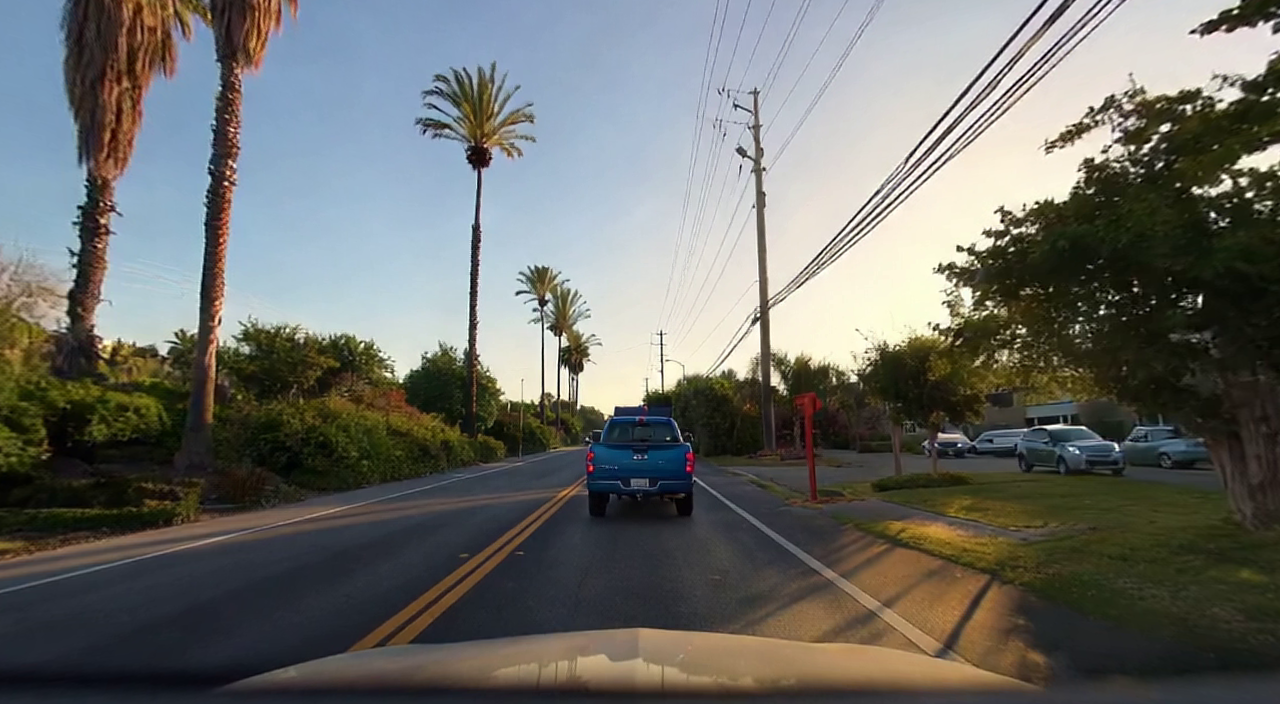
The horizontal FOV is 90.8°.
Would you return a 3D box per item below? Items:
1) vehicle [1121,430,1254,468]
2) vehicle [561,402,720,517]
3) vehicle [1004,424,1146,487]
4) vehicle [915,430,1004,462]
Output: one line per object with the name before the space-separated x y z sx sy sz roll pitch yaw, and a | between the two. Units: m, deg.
vehicle | 24.634 4.402 28.503 4.314 1.553 1.948 0 -11 -6
vehicle | 0.000 2.366 14.361 2.848 2.047 5.885 0 -8 0
vehicle | 16.121 3.895 23.934 2.338 1.917 6.076 -6 -10 15
vehicle | 20.630 6.160 41.214 2.277 1.836 6.267 -1 -9 -3
